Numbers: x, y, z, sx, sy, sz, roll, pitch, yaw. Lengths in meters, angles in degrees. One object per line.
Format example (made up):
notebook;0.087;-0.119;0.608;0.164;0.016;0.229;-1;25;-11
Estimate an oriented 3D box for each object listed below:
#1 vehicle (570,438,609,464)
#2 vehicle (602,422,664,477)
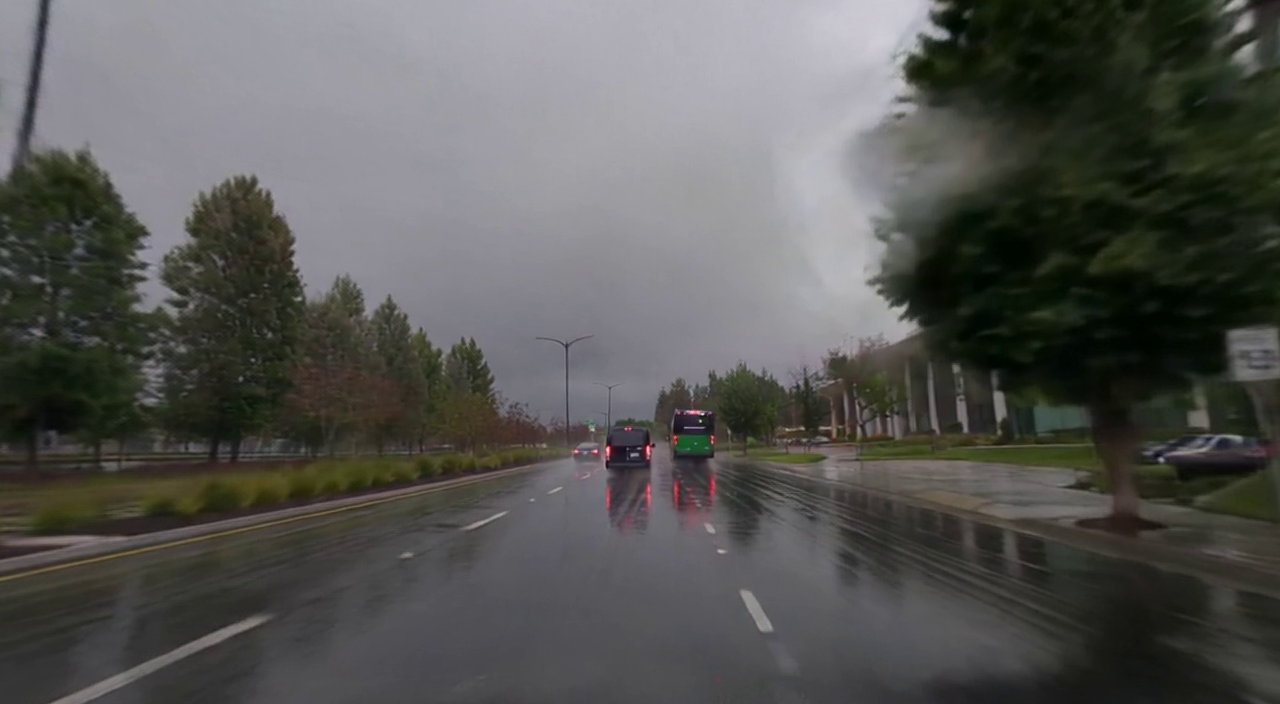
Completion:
vehicle;-3.374;6.699;42.771;2.109;1.672;4.256;-1;-9;3
vehicle;-0.182;4.183;27.160;2.336;2.122;5.207;-1;-9;3
